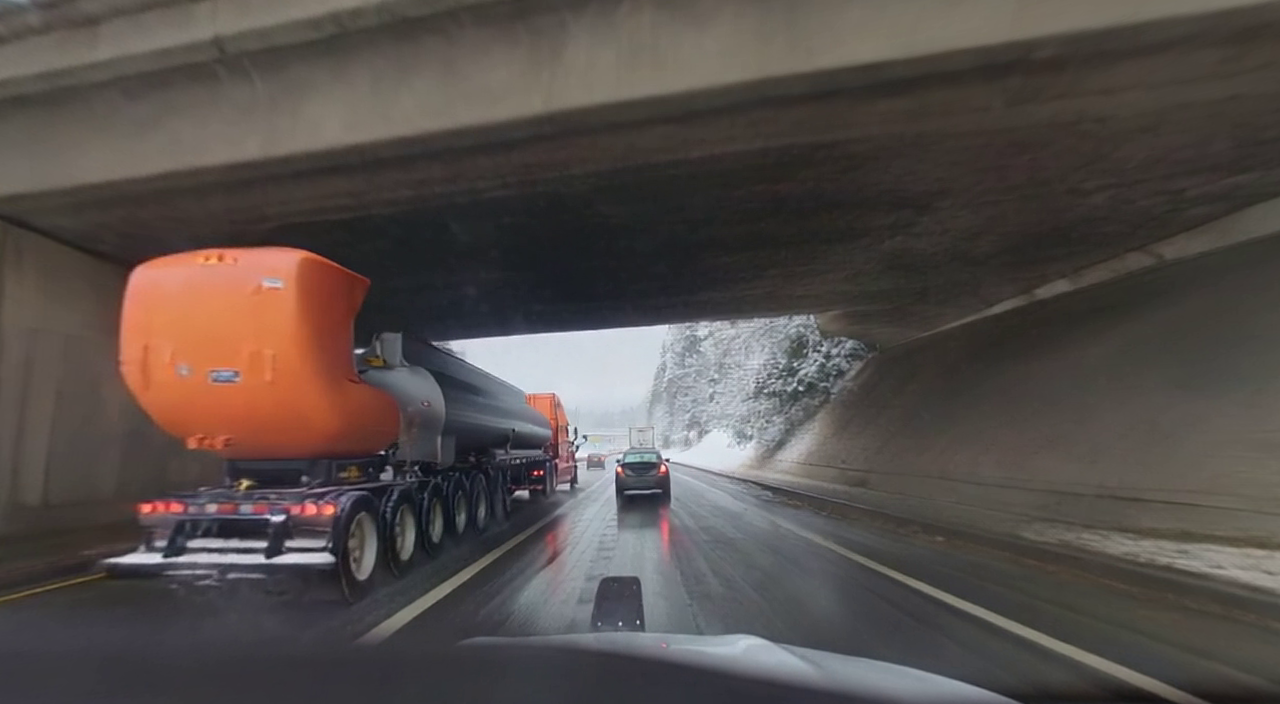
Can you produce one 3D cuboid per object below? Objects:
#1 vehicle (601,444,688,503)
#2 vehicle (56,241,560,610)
[{"bbox_3d":[0.114,3.423,18.244,2.215,1.481,4.246,0,-9,0],"label":"vehicle"},{"bbox_3d":[-4.048,1.726,13.401,2.896,3.563,14.643,0,-9,0],"label":"vehicle"}]
